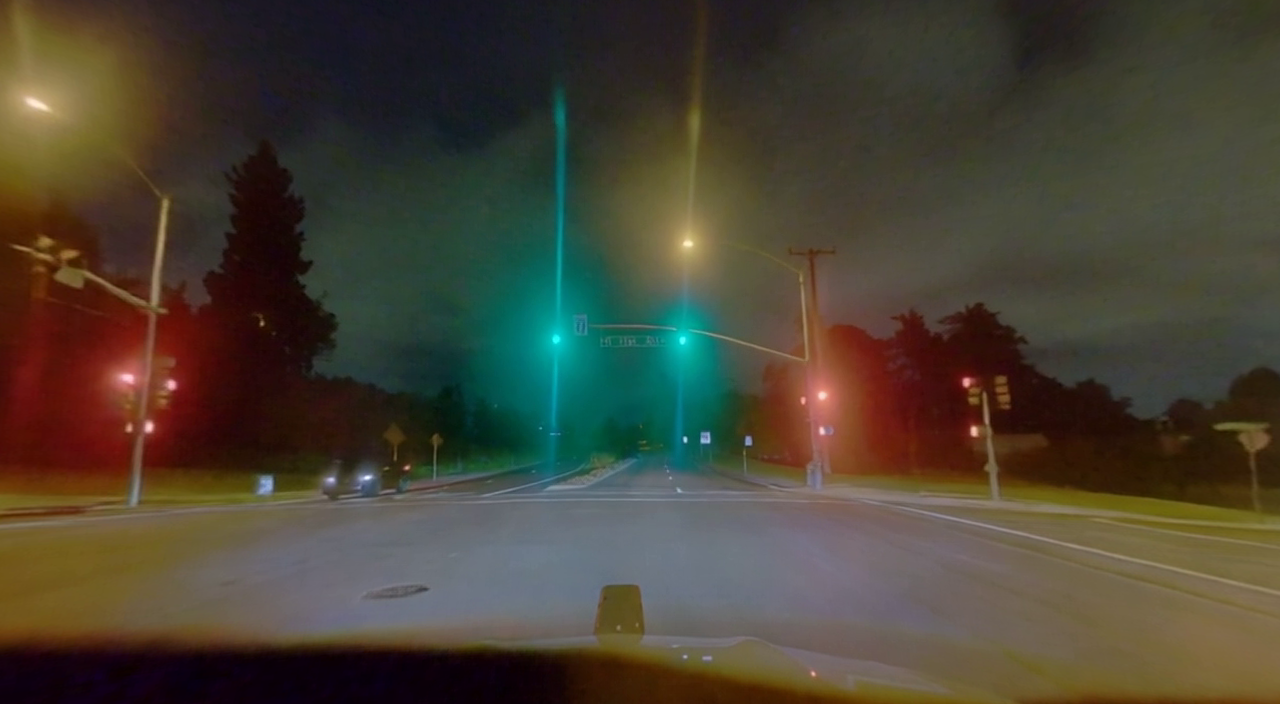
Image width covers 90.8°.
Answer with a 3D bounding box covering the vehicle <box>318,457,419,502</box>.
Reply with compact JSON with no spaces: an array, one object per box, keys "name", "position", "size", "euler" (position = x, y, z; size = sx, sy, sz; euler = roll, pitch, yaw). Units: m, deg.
[{"name":"vehicle","position":[-10.374,4.873,24.546],"size":[1.983,1.482,4.190],"euler":[-1,-9,1]}]
